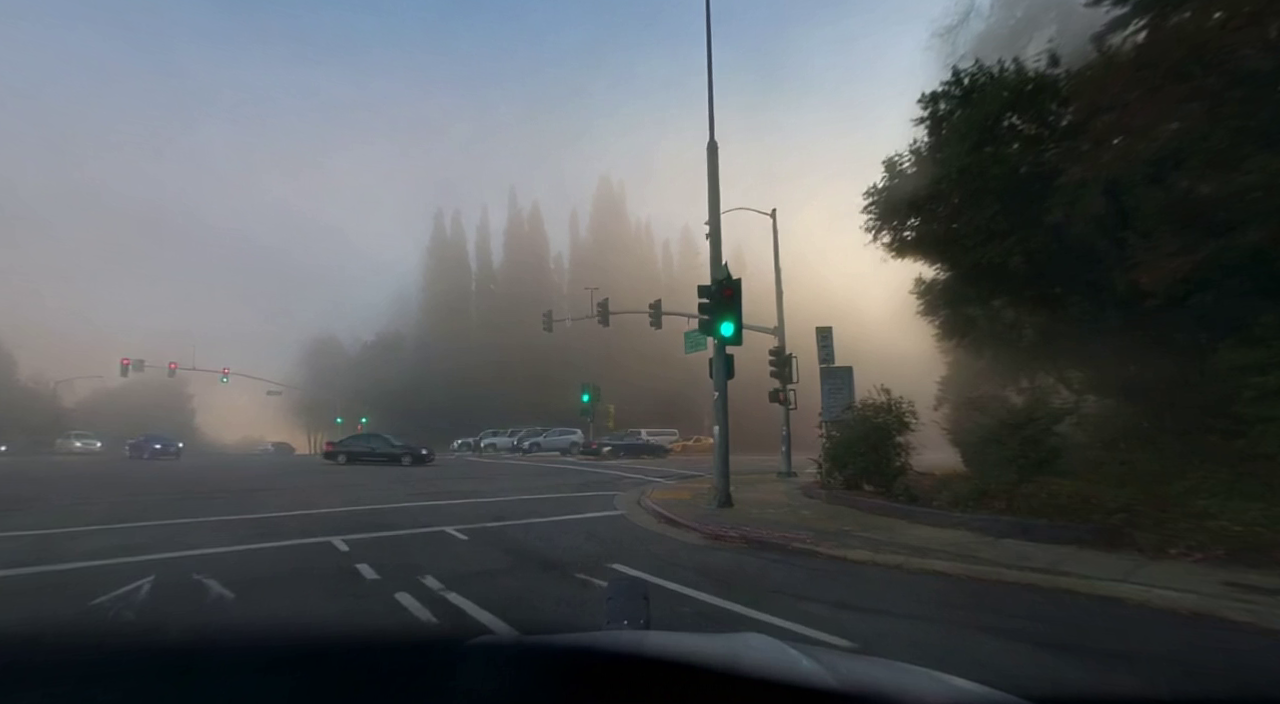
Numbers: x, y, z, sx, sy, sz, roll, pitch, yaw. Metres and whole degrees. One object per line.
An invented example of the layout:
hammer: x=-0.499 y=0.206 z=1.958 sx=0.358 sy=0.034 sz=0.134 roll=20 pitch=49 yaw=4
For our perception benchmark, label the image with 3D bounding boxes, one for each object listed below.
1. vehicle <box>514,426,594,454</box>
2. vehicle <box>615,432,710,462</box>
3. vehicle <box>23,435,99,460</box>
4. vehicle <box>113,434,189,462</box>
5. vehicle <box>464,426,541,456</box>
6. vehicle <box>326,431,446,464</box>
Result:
vehicle: x=-5.144 y=5.324 z=38.086 sx=4.483 sy=1.589 sz=1.852 roll=6 pitch=-10 yaw=-37
vehicle: x=1.252 y=4.990 z=33.356 sx=5.032 sy=1.473 sz=1.827 roll=6 pitch=-10 yaw=-37
vehicle: x=-43.624 y=7.186 z=47.488 sx=5.332 sy=1.807 sz=2.450 roll=-5 pitch=-9 yaw=28
vehicle: x=-26.659 y=5.208 z=34.299 sx=4.686 sy=1.425 sz=2.018 roll=-7 pitch=-10 yaw=37
vehicle: x=-8.608 y=5.604 z=39.668 sx=4.360 sy=1.749 sz=1.895 roll=7 pitch=-11 yaw=-40
vehicle: x=-11.017 y=4.148 z=27.472 sx=4.425 sy=1.366 sz=1.865 roll=-1 pitch=-8 yaw=5
